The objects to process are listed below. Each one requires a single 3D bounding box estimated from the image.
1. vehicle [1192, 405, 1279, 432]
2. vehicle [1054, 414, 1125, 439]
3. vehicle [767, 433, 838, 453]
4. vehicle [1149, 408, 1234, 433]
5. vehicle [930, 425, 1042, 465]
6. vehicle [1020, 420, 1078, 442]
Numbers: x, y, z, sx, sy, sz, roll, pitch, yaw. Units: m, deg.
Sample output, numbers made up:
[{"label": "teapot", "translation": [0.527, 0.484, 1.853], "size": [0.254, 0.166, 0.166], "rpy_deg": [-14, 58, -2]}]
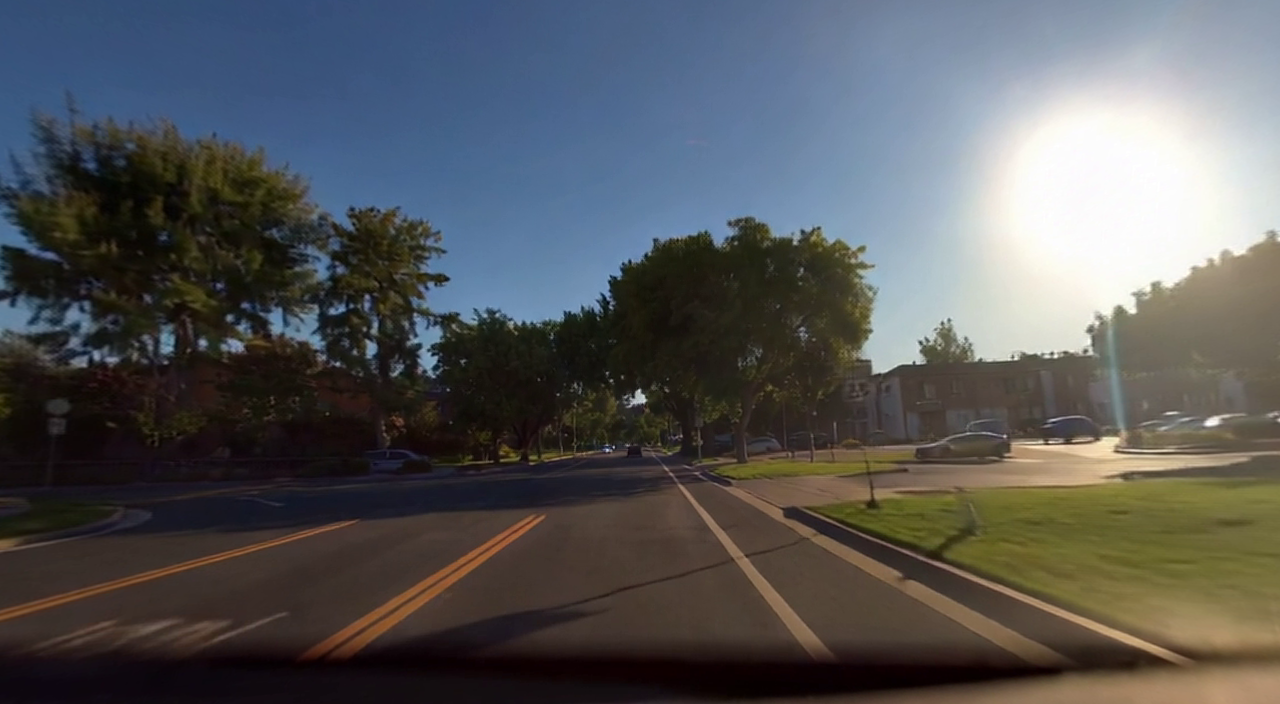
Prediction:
[{"label": "vehicle", "translation": [43.246, 4.884, 45.912], "size": [1.791, 1.739, 4.750], "rpy_deg": [0, -8, 0]}, {"label": "vehicle", "translation": [32.551, 5.482, 45.778], "size": [1.898, 1.689, 4.375], "rpy_deg": [0, -8, -1]}, {"label": "vehicle", "translation": [12.645, 7.108, 49.246], "size": [4.955, 1.489, 2.002], "rpy_deg": [0, -8, 2]}, {"label": "vehicle", "translation": [40.537, 5.115, 46.470], "size": [1.932, 1.631, 4.750], "rpy_deg": [0, -9, 0]}, {"label": "vehicle", "translation": [13.722, 3.748, 25.366], "size": [1.927, 1.464, 4.644], "rpy_deg": [0, -8, 1]}, {"label": "vehicle", "translation": [29.810, 5.821, 46.070], "size": [1.740, 1.466, 3.900], "rpy_deg": [0, -8, 2]}]
